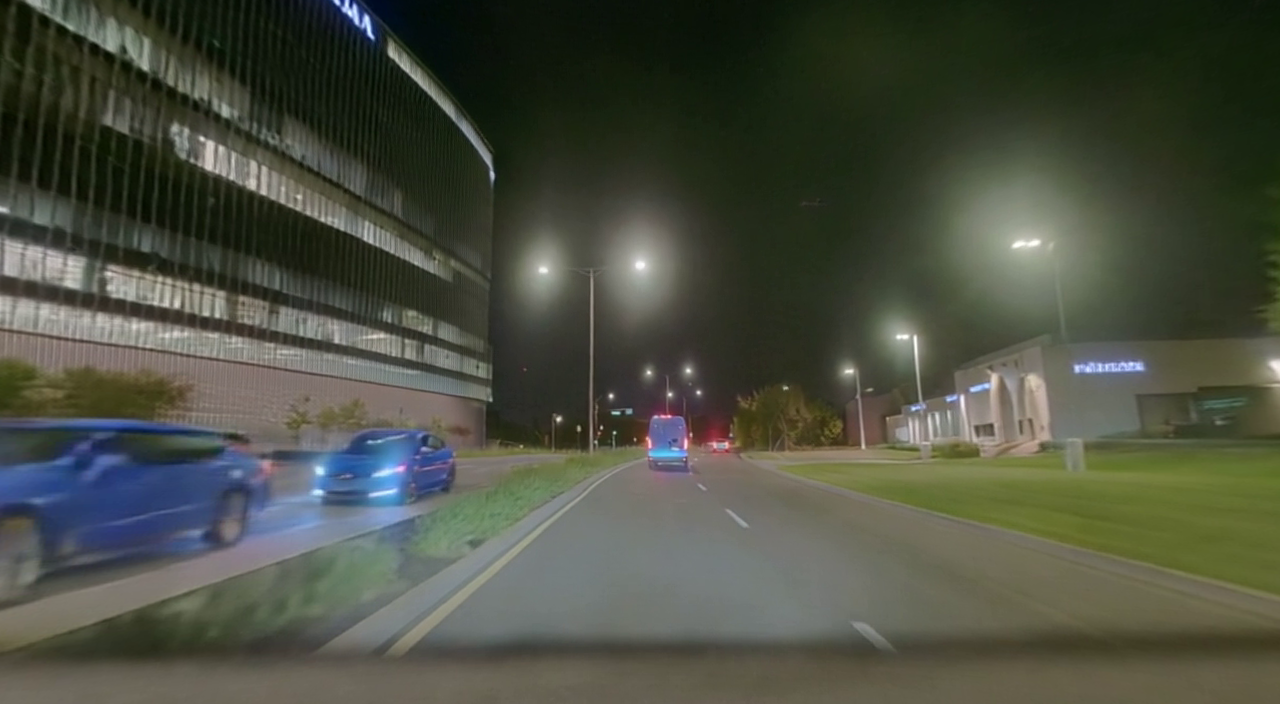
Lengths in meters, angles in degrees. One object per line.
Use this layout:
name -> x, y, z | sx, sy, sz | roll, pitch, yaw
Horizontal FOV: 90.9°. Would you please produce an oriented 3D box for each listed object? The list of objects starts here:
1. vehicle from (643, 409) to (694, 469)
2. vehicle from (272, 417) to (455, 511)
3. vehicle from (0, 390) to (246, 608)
vehicle -> 1.590, 4.526, 32.887 | 2.435, 2.816, 5.232 | 0, -8, 5
vehicle -> -5.562, 2.337, 13.397 | 1.935, 1.633, 4.247 | -1, -9, 0
vehicle -> -5.682, 1.260, 5.682 | 1.893, 1.587, 3.595 | 0, -9, 0
